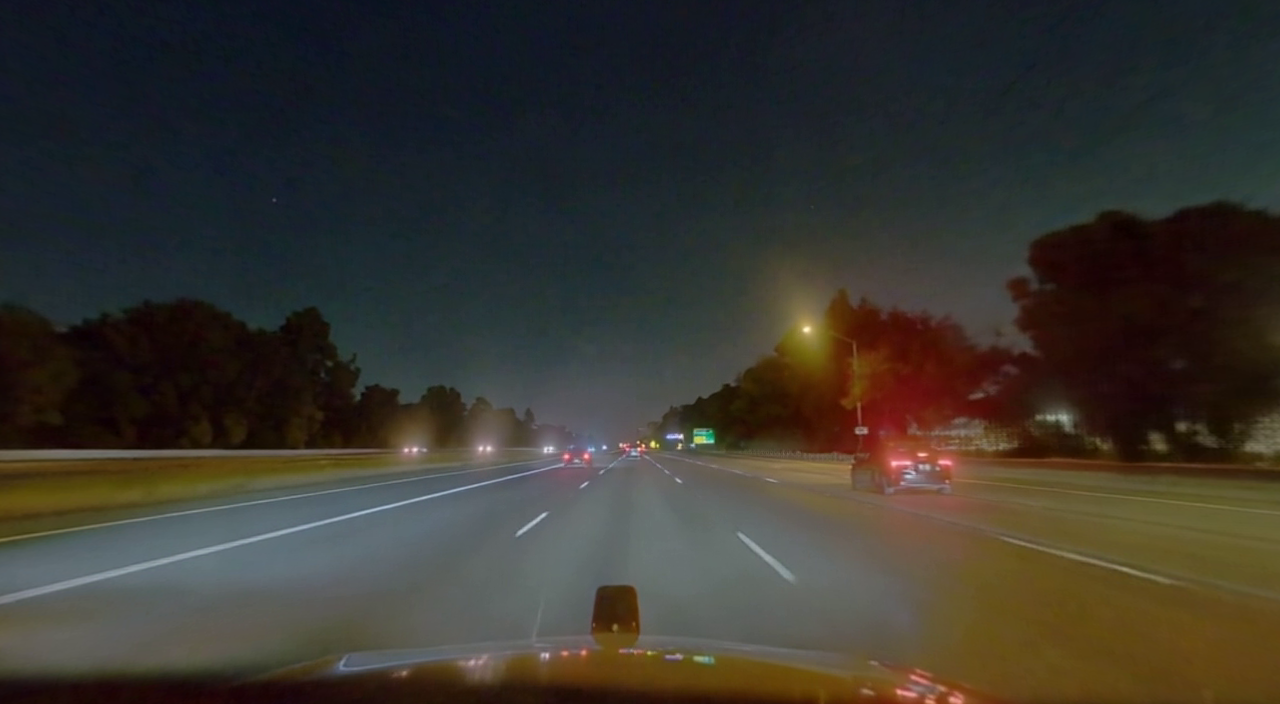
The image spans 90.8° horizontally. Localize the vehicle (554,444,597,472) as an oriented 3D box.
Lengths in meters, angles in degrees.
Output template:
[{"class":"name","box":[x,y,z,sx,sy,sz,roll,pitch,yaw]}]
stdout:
[{"class":"vehicle","box":[-3.912,6.510,39.048,2.140,1.574,4.946,0,-8,0]}]
